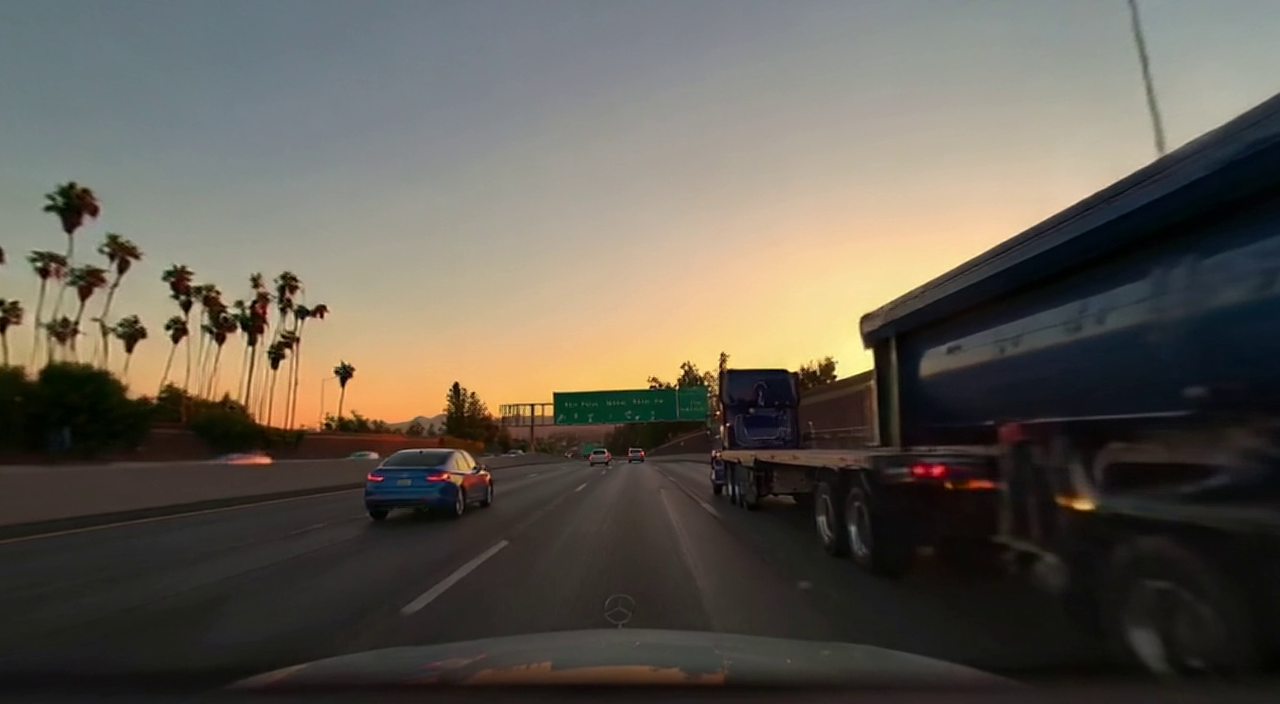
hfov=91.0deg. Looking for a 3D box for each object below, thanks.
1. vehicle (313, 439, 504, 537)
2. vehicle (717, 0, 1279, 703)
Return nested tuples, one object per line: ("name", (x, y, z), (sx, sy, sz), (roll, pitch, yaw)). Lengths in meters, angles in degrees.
("vehicle", (-4.153, 2.487, 12.167), (2.120, 1.537, 4.139), (0, -9, 0))
("vehicle", (3.587, 0.468, 8.109), (2.891, 4.123, 16.415), (0, -9, -1))
